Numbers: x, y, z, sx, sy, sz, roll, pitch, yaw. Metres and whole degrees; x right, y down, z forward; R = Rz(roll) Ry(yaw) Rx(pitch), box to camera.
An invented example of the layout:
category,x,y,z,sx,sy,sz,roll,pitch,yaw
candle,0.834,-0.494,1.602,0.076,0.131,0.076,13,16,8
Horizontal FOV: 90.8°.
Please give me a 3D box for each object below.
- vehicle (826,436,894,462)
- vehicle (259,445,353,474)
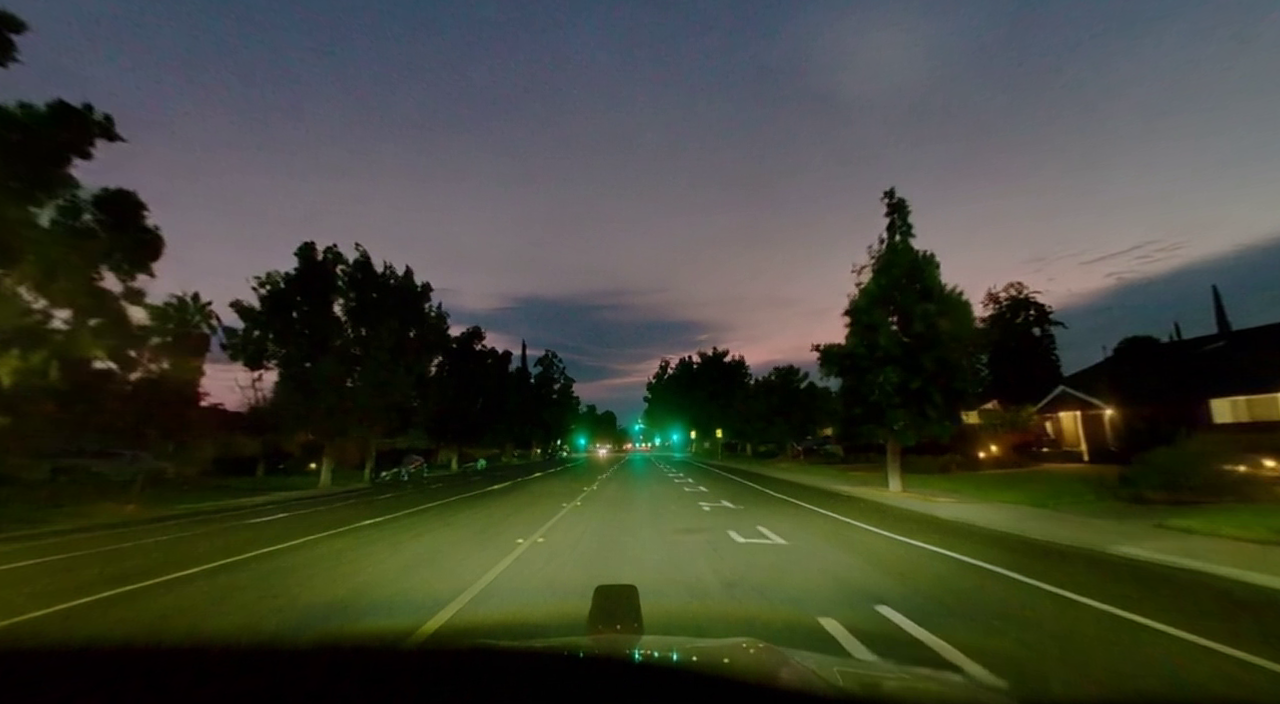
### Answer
category,x,y,z,sx,sy,sz,roll,pitch,yaw
vehicle,15.403,6.779,44.389,4.010,1.751,1.922,-1,-8,3
vehicle,-21.971,7.099,41.732,4.889,1.822,2.159,0,-8,-3
